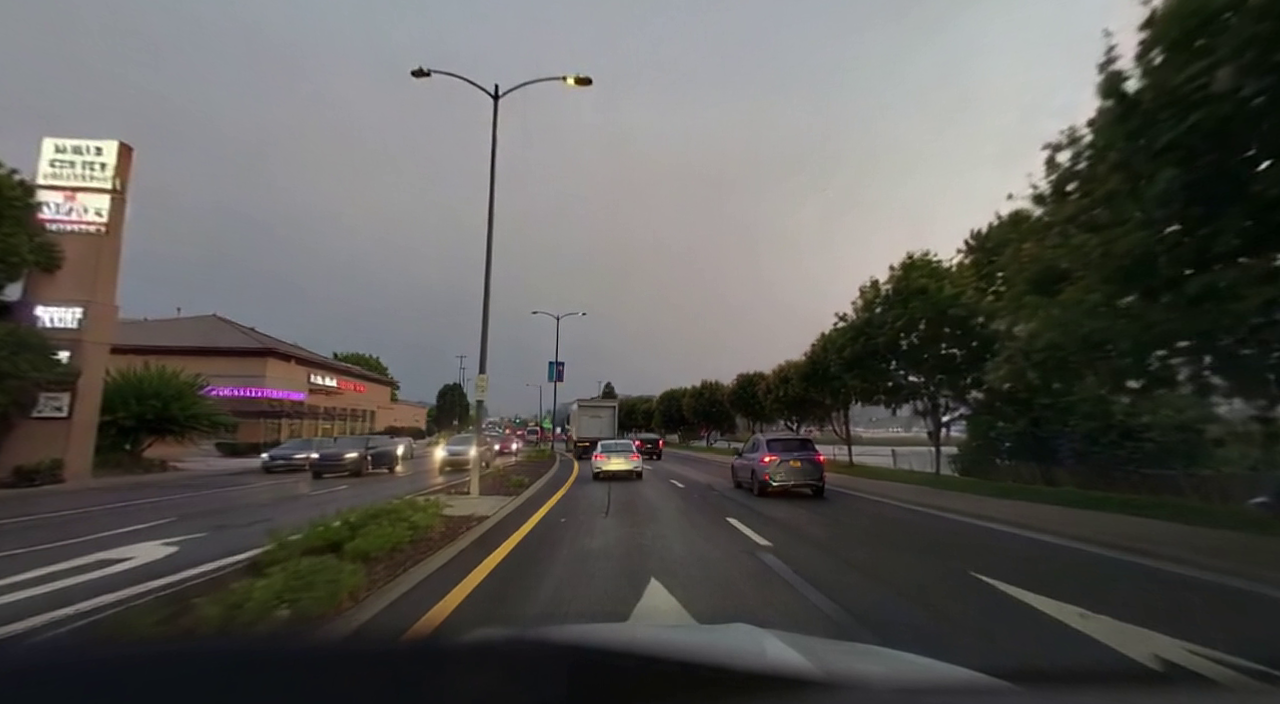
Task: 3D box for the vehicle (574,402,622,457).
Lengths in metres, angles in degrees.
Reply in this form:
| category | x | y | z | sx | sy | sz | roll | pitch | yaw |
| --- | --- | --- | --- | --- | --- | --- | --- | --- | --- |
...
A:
| category | x | y | z | sx | sy | sz | roll | pitch | yaw |
| --- | --- | --- | --- | --- | --- | --- | --- | --- | --- |
| vehicle | -3.067 | 5.467 | 44.122 | 2.917 | 3.482 | 6.946 | 1 | -8 | -7 |

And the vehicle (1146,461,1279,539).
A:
| category | x | y | z | sx | sy | sz | roll | pitch | yaw |
| --- | --- | --- | --- | --- | --- | --- | --- | --- | --- |
| vehicle | 13.942 | 3.144 | 13.594 | 4.197 | 1.467 | 1.928 | -2 | -8 | 10 |

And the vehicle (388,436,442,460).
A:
| category | x | y | z | sx | sy | sz | roll | pitch | yaw |
| --- | --- | --- | --- | --- | --- | --- | --- | --- | --- |
| vehicle | -14.625 | 6.242 | 41.242 | 1.889 | 1.481 | 4.820 | 0 | -8 | -1 |

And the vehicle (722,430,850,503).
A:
| category | x | y | z | sx | sy | sz | roll | pitch | yaw |
| --- | --- | --- | --- | --- | --- | --- | --- | --- | --- |
| vehicle | 3.256 | 2.618 | 14.948 | 1.889 | 1.480 | 3.876 | 0 | -8 | -4 |

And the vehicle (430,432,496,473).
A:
| category | x | y | z | sx | sy | sz | roll | pitch | yaw |
| --- | --- | --- | --- | --- | --- | --- | --- | --- | --- |
| vehicle | -7.492 | 4.264 | 27.089 | 1.966 | 1.616 | 4.038 | 0 | -8 | -5 |

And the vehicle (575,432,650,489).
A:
| category | x | y | z | sx | sy | sz | roll | pitch | yaw |
| --- | --- | --- | --- | --- | --- | --- | --- | --- | --- |
| vehicle | -0.835 | 3.108 | 18.499 | 1.991 | 1.472 | 3.518 | 0 | -8 | -4 |

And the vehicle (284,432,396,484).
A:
| category | x | y | z | sx | sy | sz | roll | pitch | yaw |
| --- | --- | --- | --- | --- | --- | --- | --- | --- | --- |
| vehicle | -10.357 | 3.657 | 22.176 | 2.091 | 1.642 | 4.299 | 0 | -8 | -4 |

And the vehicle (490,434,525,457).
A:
| category | x | y | z | sx | sy | sz | roll | pitch | yaw |
| --- | --- | --- | --- | --- | --- | --- | --- | --- | --- |
| vehicle | -9.456 | 6.666 | 45.143 | 2.007 | 1.532 | 4.266 | 0 | -7 | -6 |
